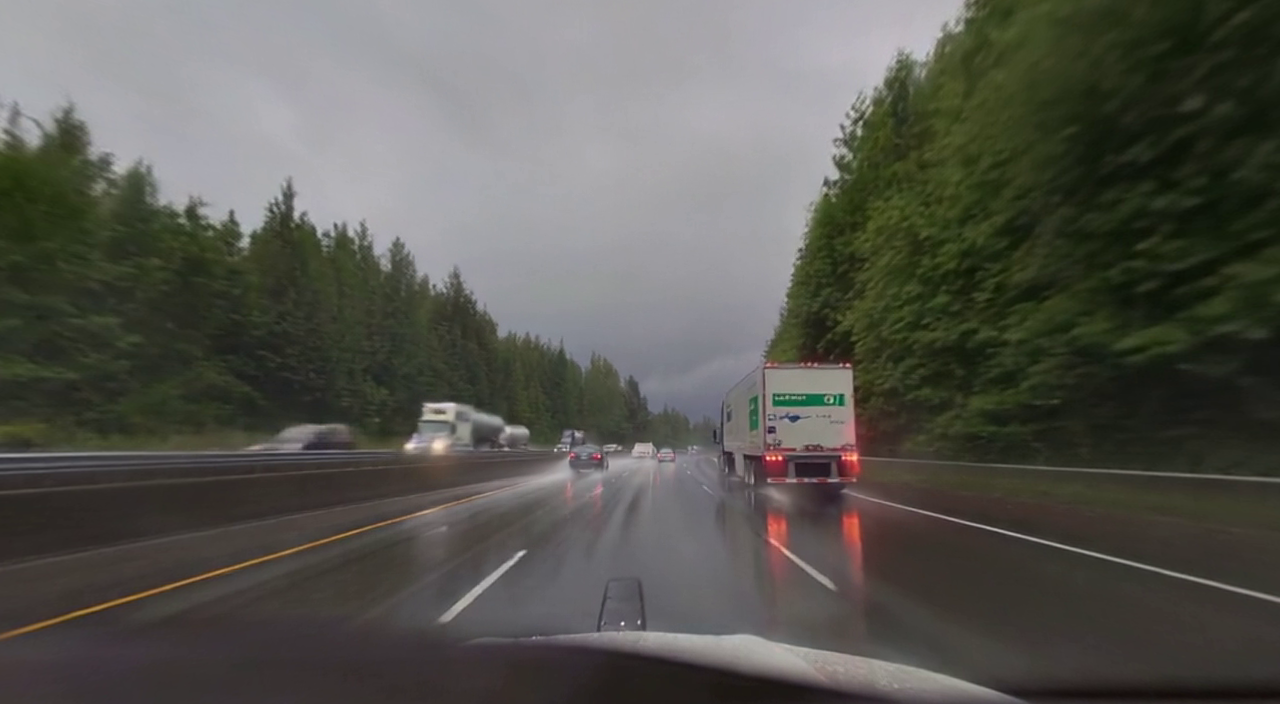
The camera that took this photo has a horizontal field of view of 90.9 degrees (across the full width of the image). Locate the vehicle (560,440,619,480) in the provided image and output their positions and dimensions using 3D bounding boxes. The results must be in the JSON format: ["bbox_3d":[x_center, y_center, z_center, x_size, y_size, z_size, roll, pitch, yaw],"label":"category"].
[{"bbox_3d":[-2.251,5.021,29.577,2.205,1.728,4.397,0,-9,3],"label":"vehicle"}]

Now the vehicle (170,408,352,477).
[{"bbox_3d":[-11.496,2.858,19.753,2.370,1.854,5.111,0,-9,2],"label":"vehicle"}]

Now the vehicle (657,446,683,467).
[{"bbox_3d":[2.355,8.156,49.213,1.990,1.537,3.725,0,-9,3],"label":"vehicle"}]

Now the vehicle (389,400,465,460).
[{"bbox_3d":[-14.663,5.560,43.936,2.905,3.909,5.792,-1,-9,4],"label":"vehicle"}]

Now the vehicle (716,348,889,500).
[{"bbox_3d":[5.096,2.938,23.569,3.057,3.993,13.914,0,-9,1],"label":"vehicle"}]
